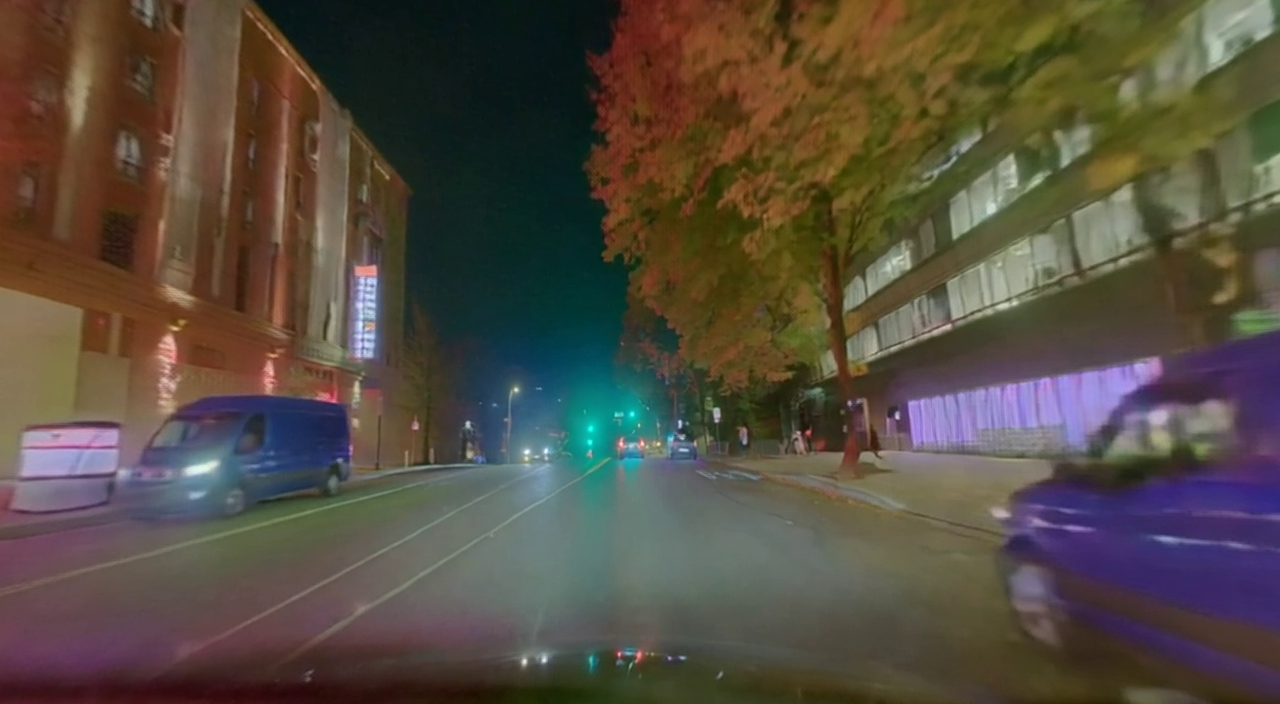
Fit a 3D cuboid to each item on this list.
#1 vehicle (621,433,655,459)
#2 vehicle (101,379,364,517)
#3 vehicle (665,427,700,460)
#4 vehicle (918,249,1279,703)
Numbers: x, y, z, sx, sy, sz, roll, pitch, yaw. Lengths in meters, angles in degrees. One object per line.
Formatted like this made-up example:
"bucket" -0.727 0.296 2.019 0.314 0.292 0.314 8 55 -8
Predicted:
"vehicle" -0.156 6.497 43.549 2.274 1.736 4.083 0 -8 -1
"vehicle" -8.989 2.214 14.857 2.348 2.588 5.860 0 -8 -2
"vehicle" 2.726 5.937 40.831 2.147 1.968 4.478 0 -8 3
"vehicle" 3.508 0.645 2.430 2.357 1.986 5.136 0 -8 -2
